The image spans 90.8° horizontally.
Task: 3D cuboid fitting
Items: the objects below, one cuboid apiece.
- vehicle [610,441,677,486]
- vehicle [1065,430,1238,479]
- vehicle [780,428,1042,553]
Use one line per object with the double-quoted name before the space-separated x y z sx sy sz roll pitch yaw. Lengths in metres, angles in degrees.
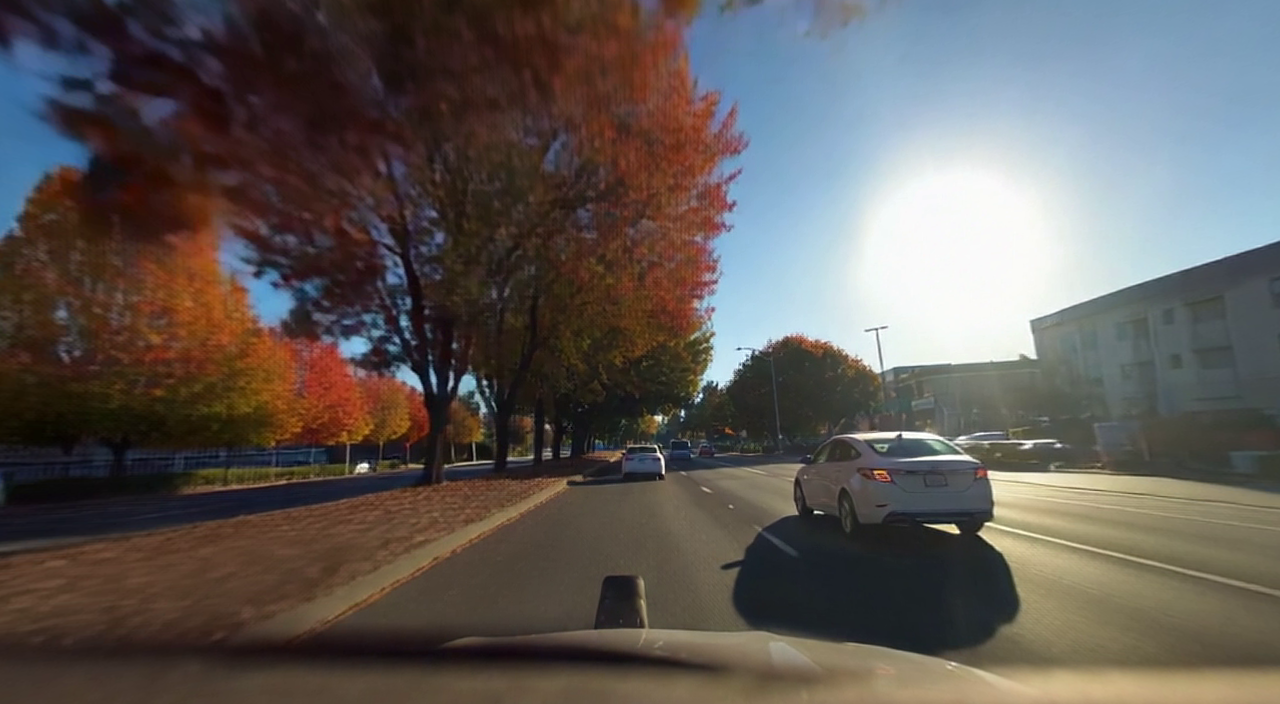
"vehicle" 0.077 4.110 23.626 2.289 1.471 4.477 0 -9 -1
"vehicle" 21.358 4.318 26.842 2.582 1.849 5.579 0 -9 -1
"vehicle" 3.720 1.983 9.757 2.094 1.480 4.323 0 -9 0
